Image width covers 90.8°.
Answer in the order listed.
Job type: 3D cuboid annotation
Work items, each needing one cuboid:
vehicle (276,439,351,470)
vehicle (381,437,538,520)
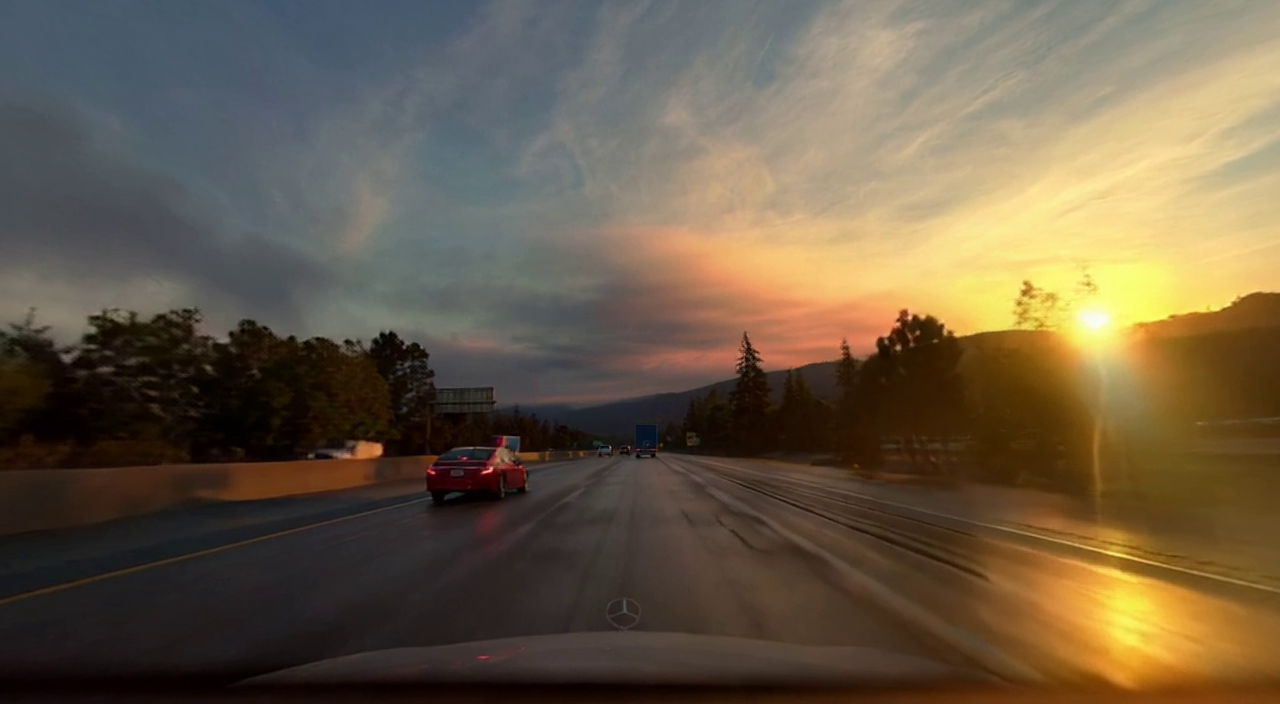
[{"bbox_3d":[-16.921,5.340,32.943,1.741,1.462,3.887,-1,-9,1],"label":"vehicle"},{"bbox_3d":[-3.801,2.772,14.378,1.999,1.533,4.870,-1,-9,2],"label":"vehicle"}]
